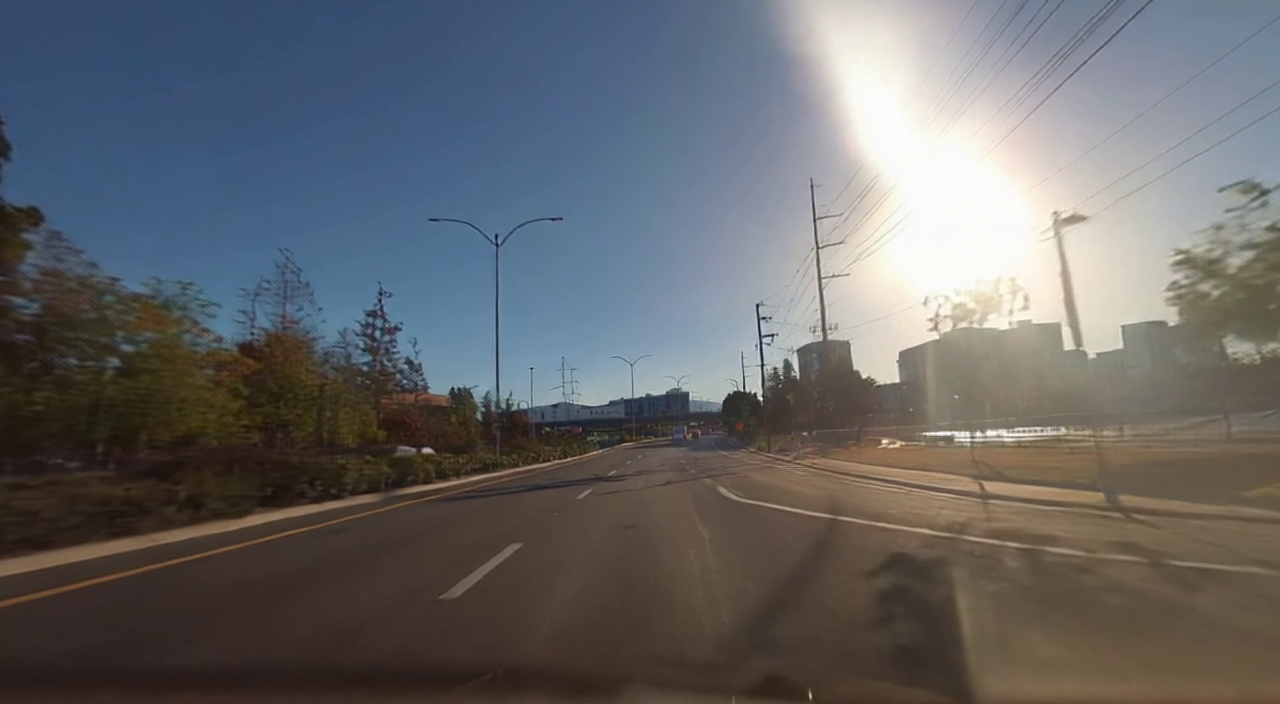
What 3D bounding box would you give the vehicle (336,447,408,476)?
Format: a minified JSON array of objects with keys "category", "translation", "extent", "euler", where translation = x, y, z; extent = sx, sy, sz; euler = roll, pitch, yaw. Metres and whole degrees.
[{"category":"vehicle","translation":[-16.243,6.644,38.526],"extent":[2.082,1.642,4.640],"euler":[-1,-8,5]}]
